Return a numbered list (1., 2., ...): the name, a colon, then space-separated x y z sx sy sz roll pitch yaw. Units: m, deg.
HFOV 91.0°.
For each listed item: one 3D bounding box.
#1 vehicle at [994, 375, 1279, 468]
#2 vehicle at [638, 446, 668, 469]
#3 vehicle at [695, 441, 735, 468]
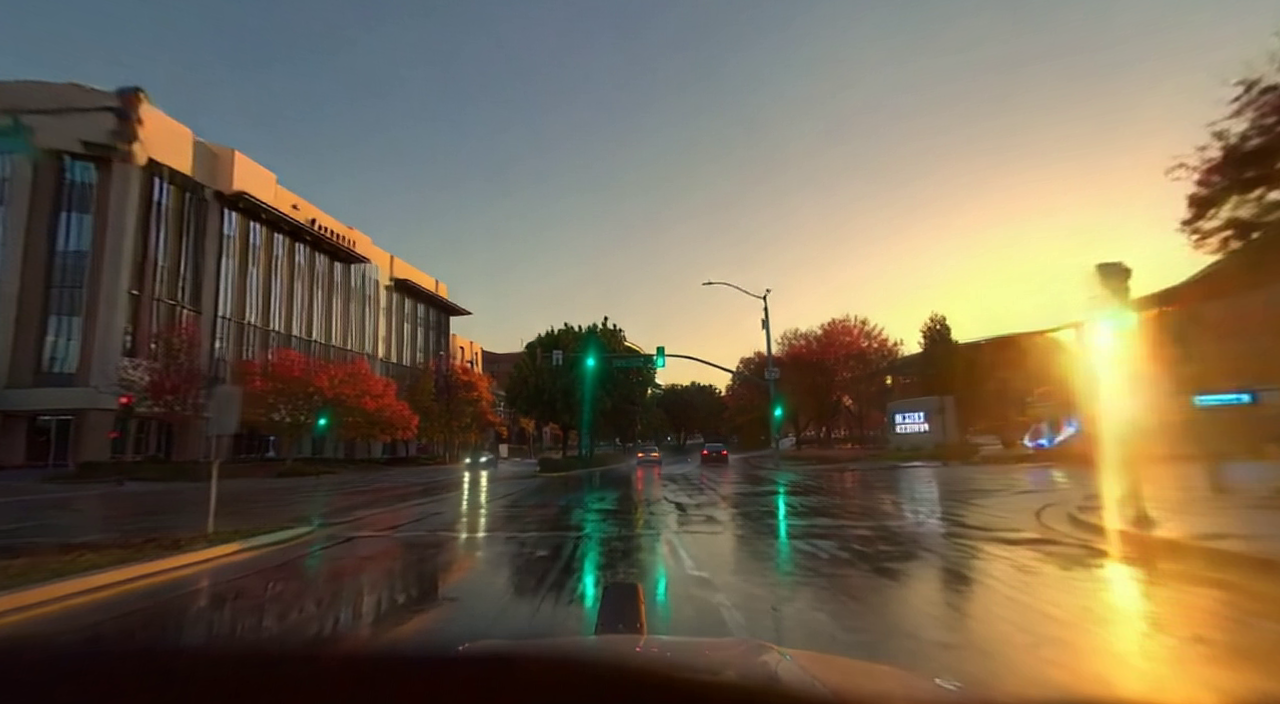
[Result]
1. vehicle: 21.055 2.904 25.733 10.893 3.534 3.195 -1 -9 5
2. vehicle: 1.014 7.720 46.224 2.014 1.525 4.197 0 -9 4
3. vehicle: 5.063 6.990 43.086 2.174 1.749 4.739 0 -9 1
